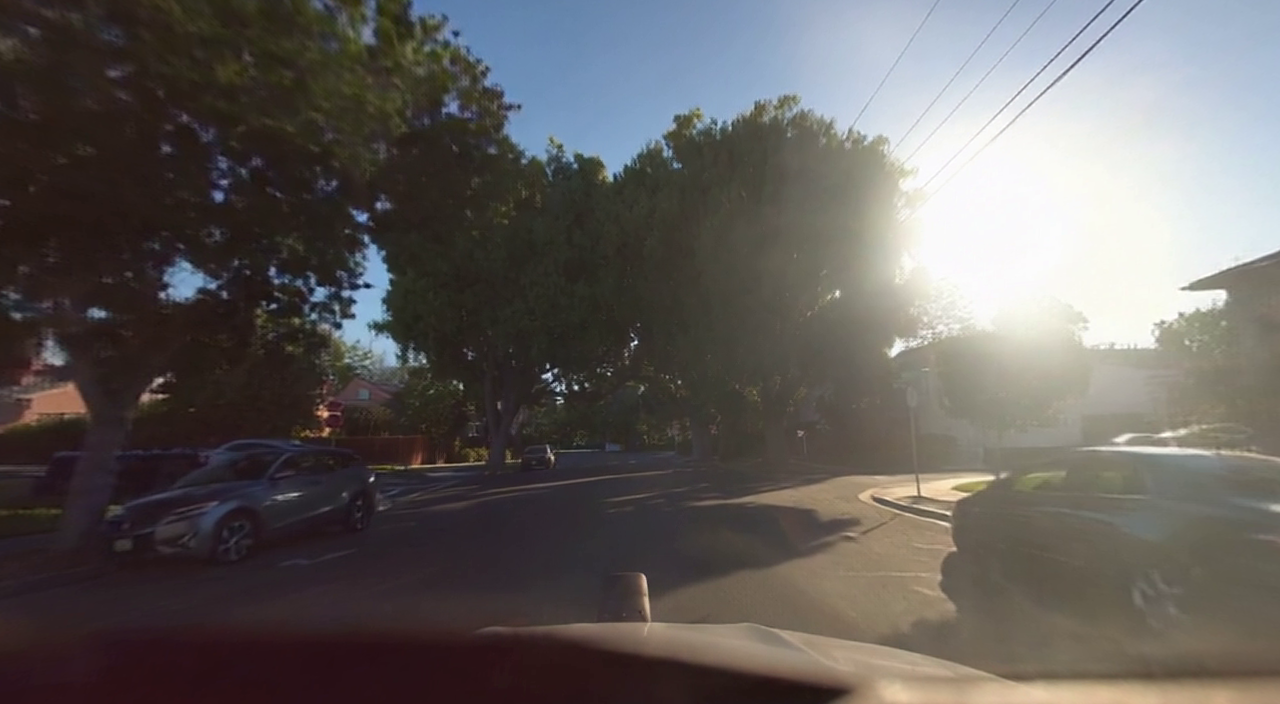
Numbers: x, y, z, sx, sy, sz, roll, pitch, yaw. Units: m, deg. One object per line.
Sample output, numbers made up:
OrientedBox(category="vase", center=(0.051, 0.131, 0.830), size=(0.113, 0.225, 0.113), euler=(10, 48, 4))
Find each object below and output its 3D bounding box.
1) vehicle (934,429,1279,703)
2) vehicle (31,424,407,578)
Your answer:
OrientedBox(category="vehicle", center=(4.434, 1.408, 5.306), size=(1.931, 1.395, 4.793), euler=(1, -8, 5))
OrientedBox(category="vehicle", center=(-5.365, 1.999, 9.029), size=(1.943, 1.433, 4.717), euler=(-6, -11, 4))
